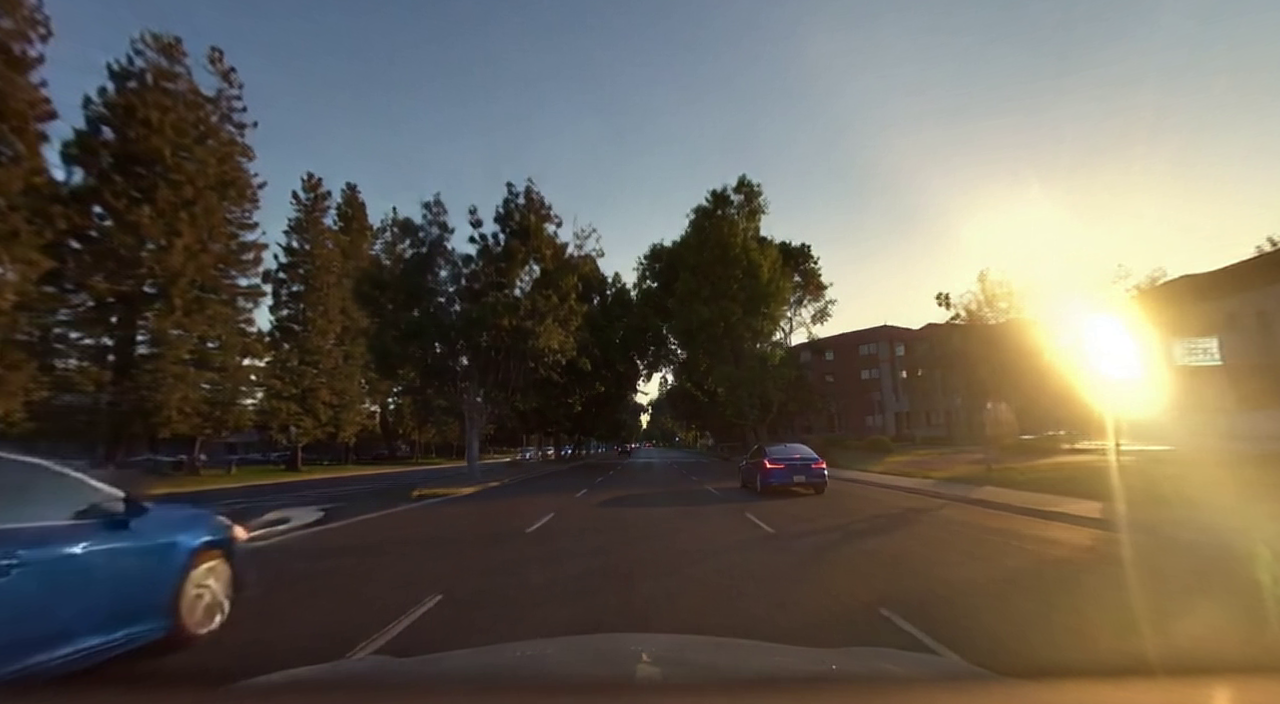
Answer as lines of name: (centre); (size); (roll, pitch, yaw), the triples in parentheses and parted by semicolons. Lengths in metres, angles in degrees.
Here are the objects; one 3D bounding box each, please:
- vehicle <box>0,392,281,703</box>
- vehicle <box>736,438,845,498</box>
vehicle: (-3.624, 0.896, 2.365); (2.001, 1.504, 4.212); (0, -9, 1)
vehicle: (4.106, 3.215, 17.962); (1.977, 1.474, 4.399); (0, -9, -1)
